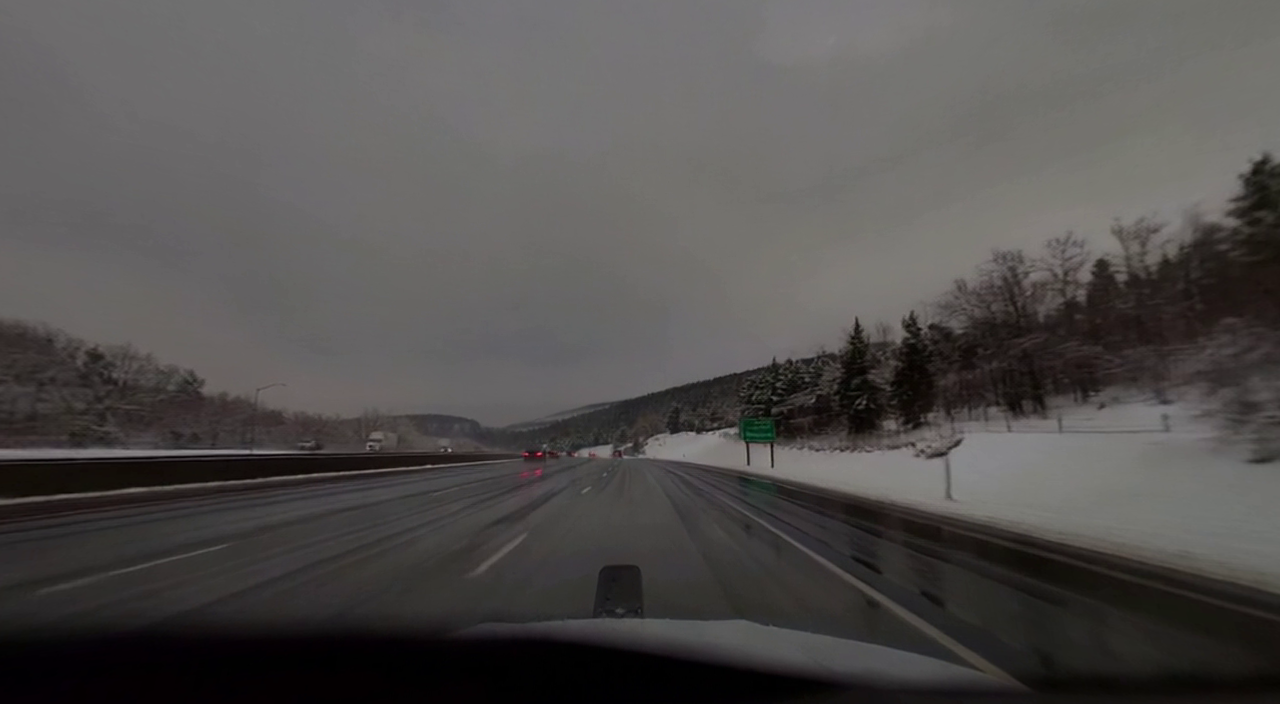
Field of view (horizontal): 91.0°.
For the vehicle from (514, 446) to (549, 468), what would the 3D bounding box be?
[{"bbox_3d":[-8.523,8.274,49.769,2.045,1.624,4.338,0,-9,-1],"label":"vehicle"}]
